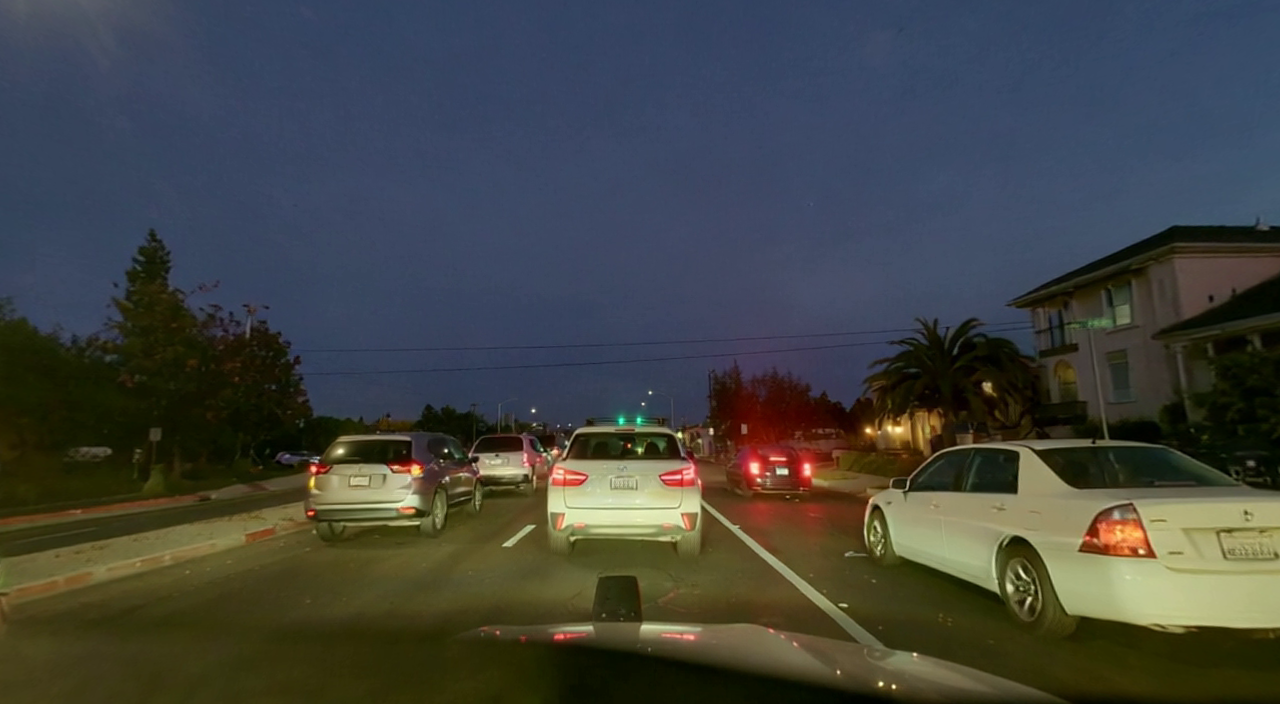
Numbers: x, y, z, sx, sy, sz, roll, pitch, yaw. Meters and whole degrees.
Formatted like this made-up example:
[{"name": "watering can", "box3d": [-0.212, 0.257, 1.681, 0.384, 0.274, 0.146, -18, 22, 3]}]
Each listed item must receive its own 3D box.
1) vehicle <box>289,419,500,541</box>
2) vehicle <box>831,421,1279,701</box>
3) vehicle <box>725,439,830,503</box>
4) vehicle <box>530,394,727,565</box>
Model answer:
[{"name": "vehicle", "box3d": [-3.711, 2.005, 10.530, 1.864, 1.576, 4.324, 0, -8, -2]}, {"name": "vehicle", "box3d": [3.479, 1.460, 5.756, 1.977, 1.480, 4.589, 0, -8, -1]}, {"name": "vehicle", "box3d": [3.504, 3.097, 16.878, 1.880, 1.476, 3.932, 0, -8, -1]}, {"name": "vehicle", "box3d": [-0.224, 1.709, 9.173, 2.164, 1.867, 4.254, 0, -8, -3]}]
